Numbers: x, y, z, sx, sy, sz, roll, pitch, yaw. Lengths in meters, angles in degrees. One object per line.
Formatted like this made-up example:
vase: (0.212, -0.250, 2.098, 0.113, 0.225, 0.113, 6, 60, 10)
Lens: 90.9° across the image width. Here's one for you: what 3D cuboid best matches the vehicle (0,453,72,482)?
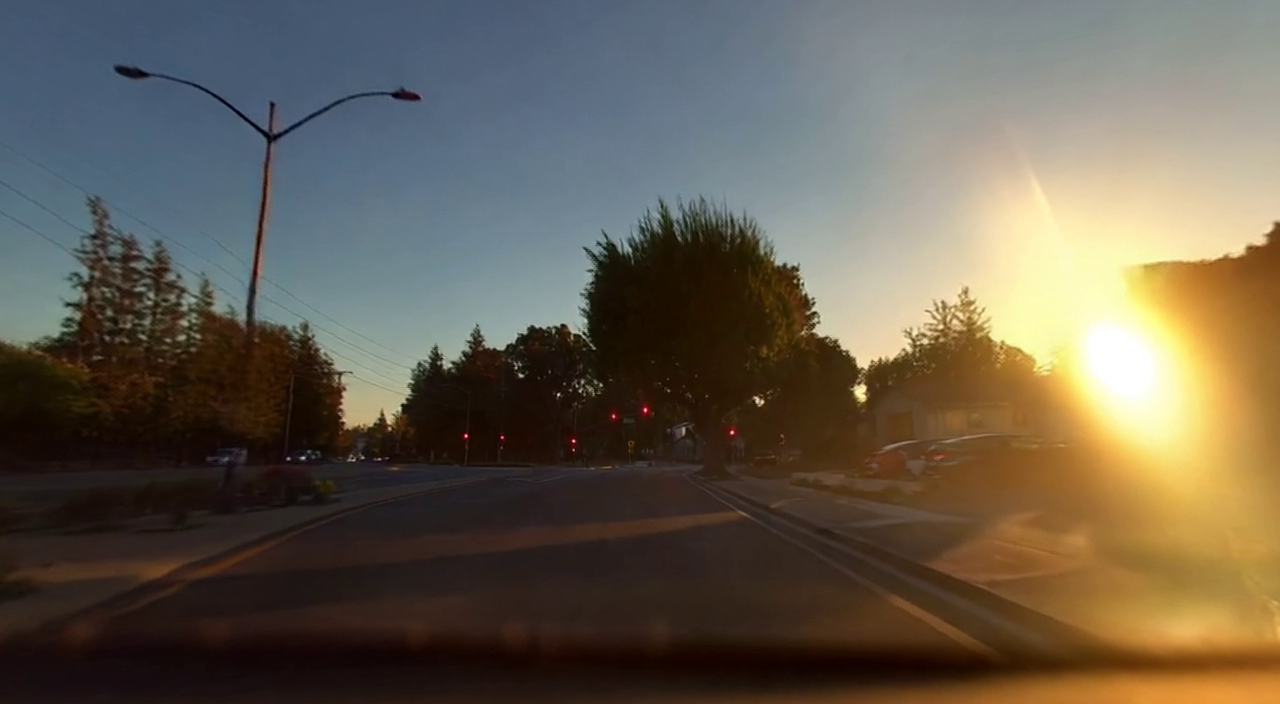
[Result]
vehicle: (-34.774, 6.429, 35.321, 1.839, 1.435, 4.271, 0, -8, 0)
